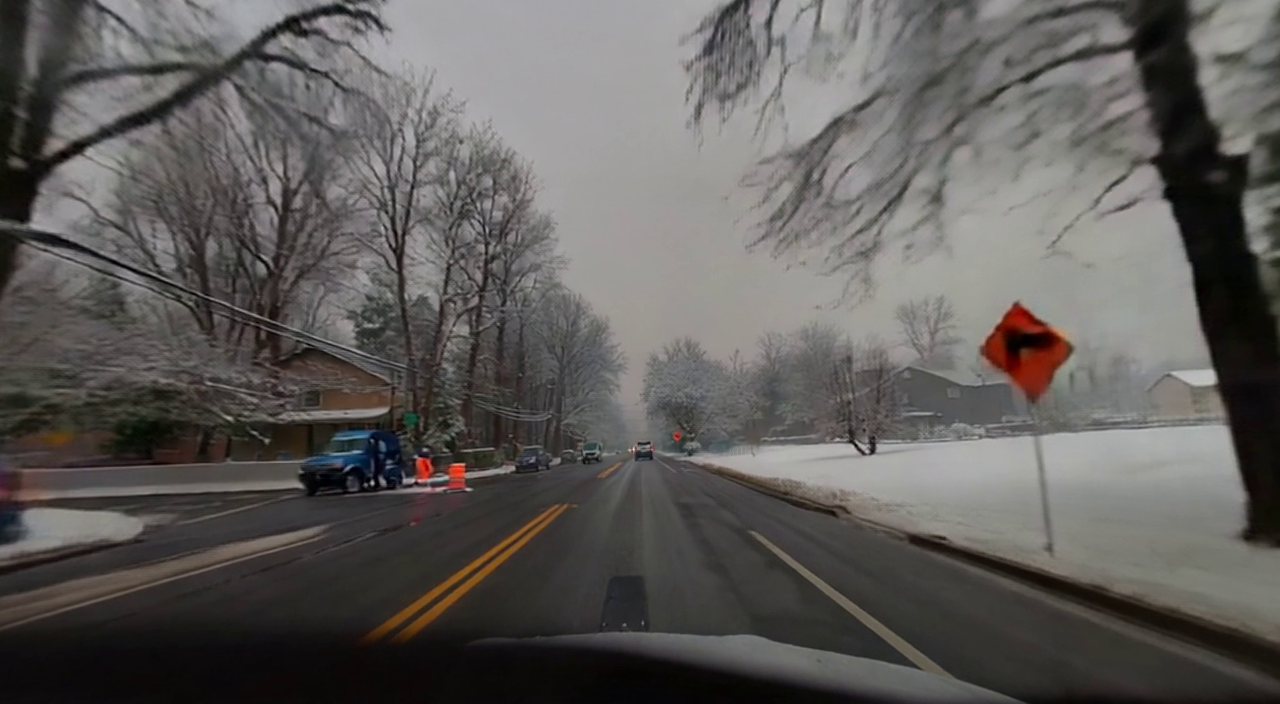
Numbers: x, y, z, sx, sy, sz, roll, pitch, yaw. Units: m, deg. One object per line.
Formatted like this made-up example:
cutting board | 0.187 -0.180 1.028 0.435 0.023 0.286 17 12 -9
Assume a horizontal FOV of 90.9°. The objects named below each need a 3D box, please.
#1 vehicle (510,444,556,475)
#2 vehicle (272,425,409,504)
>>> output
vehicle | -7.935 8.004 47.397 2.422 1.855 6.165 -4 -7 -2
vehicle | -10.697 4.020 22.888 4.120 2.628 2.064 3 -9 -19
